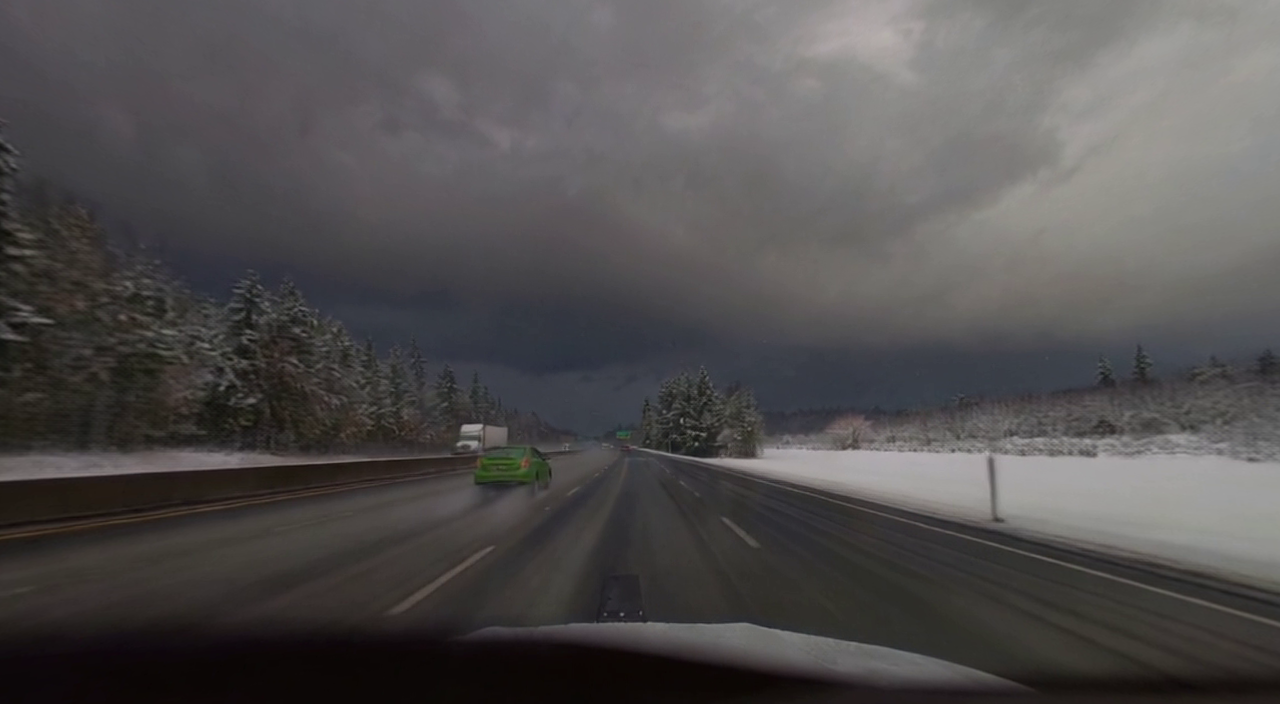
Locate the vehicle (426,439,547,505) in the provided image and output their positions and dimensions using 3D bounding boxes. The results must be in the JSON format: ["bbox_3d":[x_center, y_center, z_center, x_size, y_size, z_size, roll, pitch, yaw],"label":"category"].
[{"bbox_3d":[-4.004,3.243,17.396,2.083,1.560,4.713,0,-9,1],"label":"vehicle"}]
